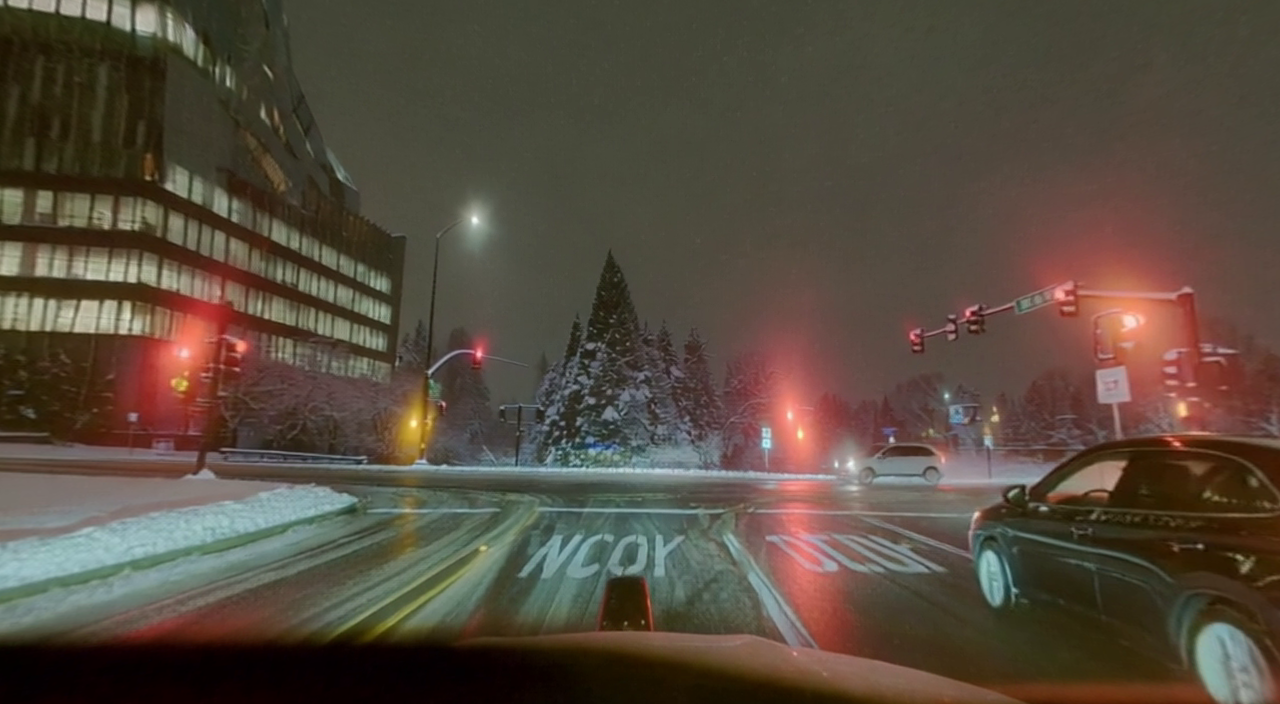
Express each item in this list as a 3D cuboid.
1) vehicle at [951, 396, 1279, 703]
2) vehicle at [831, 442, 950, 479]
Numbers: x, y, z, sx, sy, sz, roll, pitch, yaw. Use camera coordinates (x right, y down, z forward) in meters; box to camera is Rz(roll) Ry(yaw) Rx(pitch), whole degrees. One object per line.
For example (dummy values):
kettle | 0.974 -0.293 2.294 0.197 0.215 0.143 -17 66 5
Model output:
vehicle | 3.746 1.083 3.325 2.036 1.583 4.911 -1 -8 5
vehicle | 11.748 5.090 29.748 4.715 1.671 2.030 1 -8 -5
